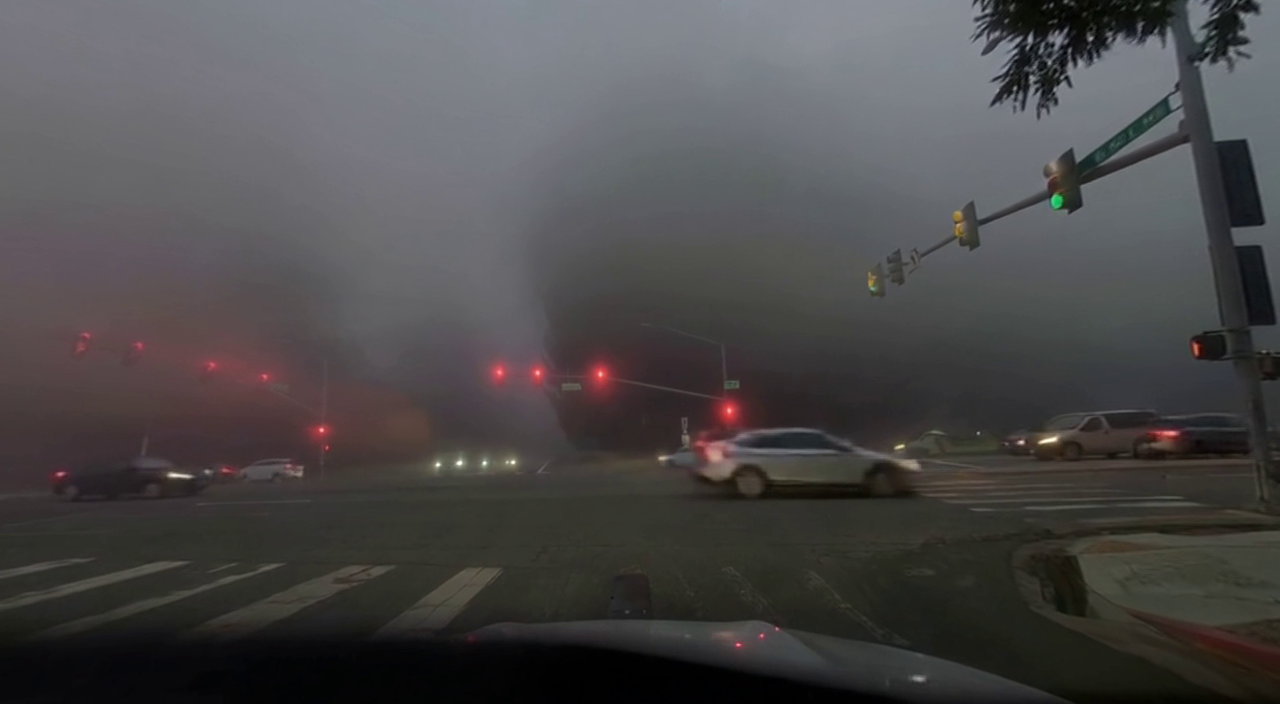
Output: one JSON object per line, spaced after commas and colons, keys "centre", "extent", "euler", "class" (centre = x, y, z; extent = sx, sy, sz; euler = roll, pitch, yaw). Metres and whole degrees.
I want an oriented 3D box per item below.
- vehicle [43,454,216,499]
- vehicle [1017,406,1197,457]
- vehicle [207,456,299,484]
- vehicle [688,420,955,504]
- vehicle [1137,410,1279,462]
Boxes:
{"centre": [-17.832, 4.324, 22.131], "extent": [4.650, 1.448, 1.892], "euler": [-1, -9, 6], "class": "vehicle"}
{"centre": [17.423, 3.028, 23.770], "extent": [4.987, 1.780, 1.996], "euler": [-1, -9, 6], "class": "vehicle"}
{"centre": [-23.230, 7.105, 37.936], "extent": [4.397, 1.582, 1.820], "euler": [-1, -9, 6], "class": "vehicle"}
{"centre": [3.417, 2.183, 12.669], "extent": [4.808, 1.517, 1.806], "euler": [-1, -9, 6], "class": "vehicle"}
{"centre": [18.202, 2.543, 19.019], "extent": [4.606, 1.479, 1.821], "euler": [-1, -9, 7], "class": "vehicle"}
